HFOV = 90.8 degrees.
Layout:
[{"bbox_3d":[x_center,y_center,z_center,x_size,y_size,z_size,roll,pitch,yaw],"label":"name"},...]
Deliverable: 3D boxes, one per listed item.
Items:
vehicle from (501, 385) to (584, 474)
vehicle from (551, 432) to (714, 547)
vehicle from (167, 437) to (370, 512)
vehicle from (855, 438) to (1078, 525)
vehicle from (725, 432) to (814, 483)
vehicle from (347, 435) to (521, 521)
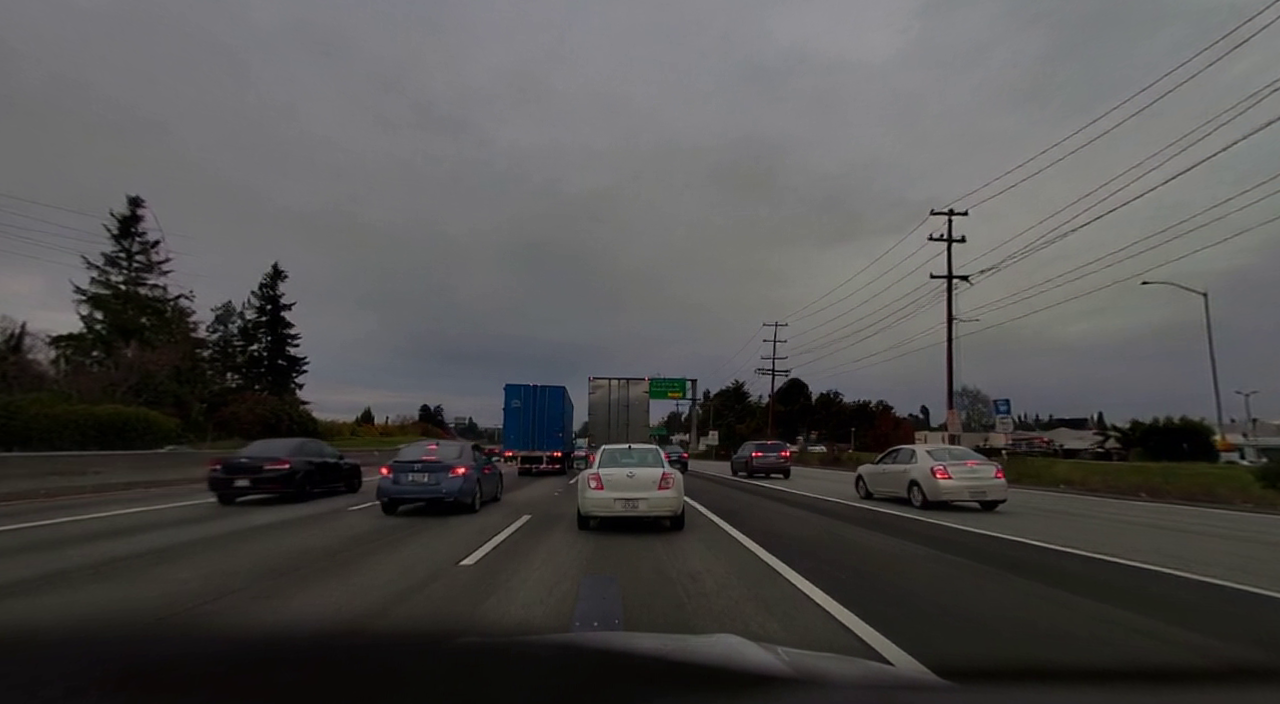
[{"bbox_3d":[-5.480,5.102,39.480,3.150,4.298,17.928,0,-9,-3],"label":"vehicle"},{"bbox_3d":[-0.202,2.096,10.288,2.112,1.463,4.012,0,-9,-3],"label":"vehicle"},{"bbox_3d":[-8.326,2.766,14.817,2.008,1.454,4.693,0,-9,-2],"label":"vehicle"},{"bbox_3d":[6.138,2.453,12.577,1.878,1.406,4.164,1,-9,-6],"label":"vehicle"},{"bbox_3d":[4.654,3.869,23.338,2.023,1.676,4.002,1,-9,-7],"label":"vehicle"},{"bbox_3d":[-3.997,2.542,13.360,2.090,1.463,4.968,0,-9,-1],"label":"vehicle"}]
